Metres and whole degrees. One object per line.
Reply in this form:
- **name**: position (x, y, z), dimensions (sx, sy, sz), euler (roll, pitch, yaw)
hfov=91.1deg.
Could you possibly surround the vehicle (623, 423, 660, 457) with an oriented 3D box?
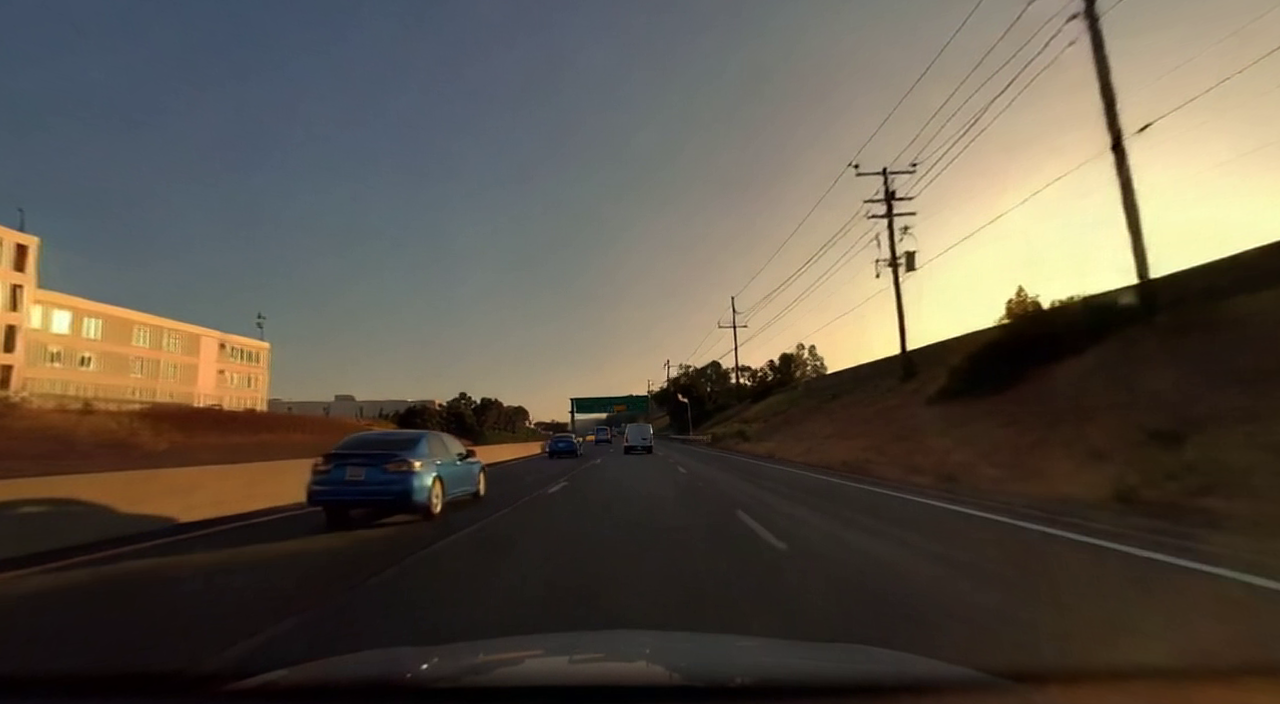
- **vehicle**: position (0.030, 5.628, 40.346), dimensions (2.213, 1.997, 4.456), euler (0, -8, -1)

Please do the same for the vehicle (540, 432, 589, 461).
- **vehicle**: position (-4.067, 5.151, 34.483), dimensions (2.087, 1.464, 4.853), euler (0, -8, 0)

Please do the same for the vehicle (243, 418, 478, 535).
- **vehicle**: position (-4.309, 1.961, 10.597), dimensions (2.058, 1.557, 4.125), euler (0, -8, 0)
